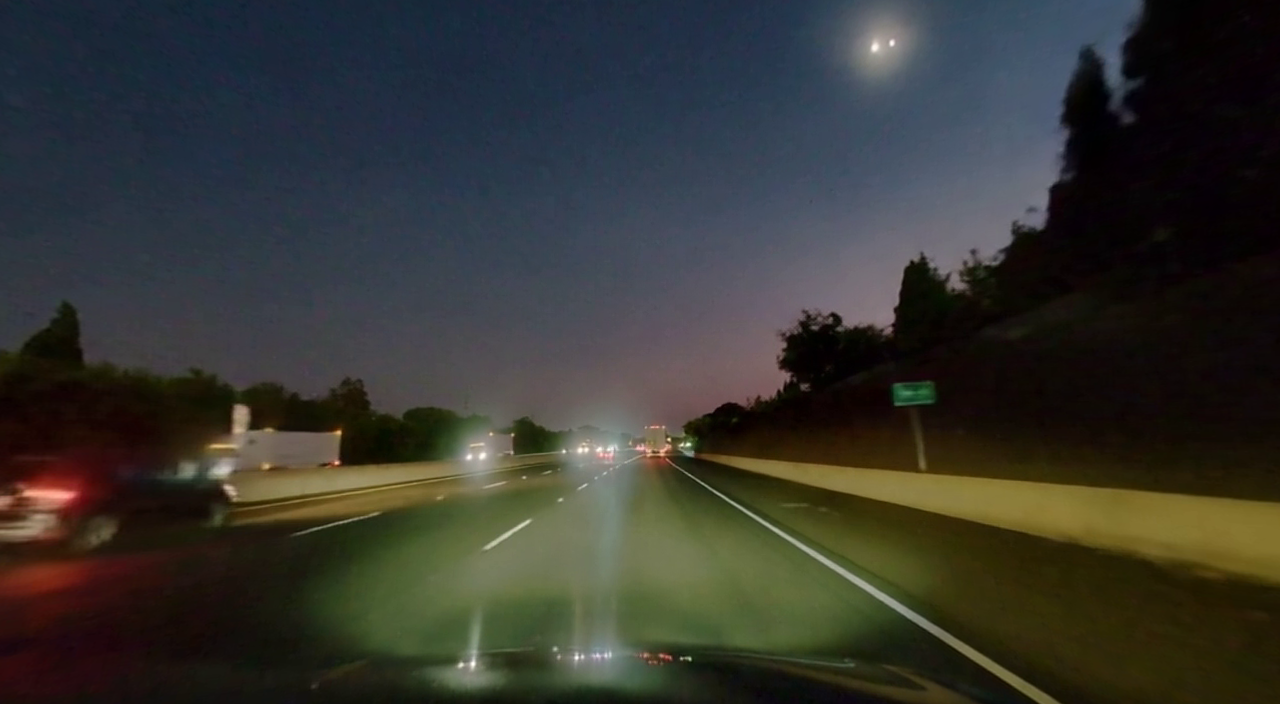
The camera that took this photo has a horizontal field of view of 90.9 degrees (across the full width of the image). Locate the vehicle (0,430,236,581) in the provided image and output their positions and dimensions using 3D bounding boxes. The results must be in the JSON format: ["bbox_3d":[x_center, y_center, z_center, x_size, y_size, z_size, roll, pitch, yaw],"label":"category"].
[{"bbox_3d":[-7.482,1.765,7.703,2.031,1.521,4.503,0,-9,1],"label":"vehicle"}]
